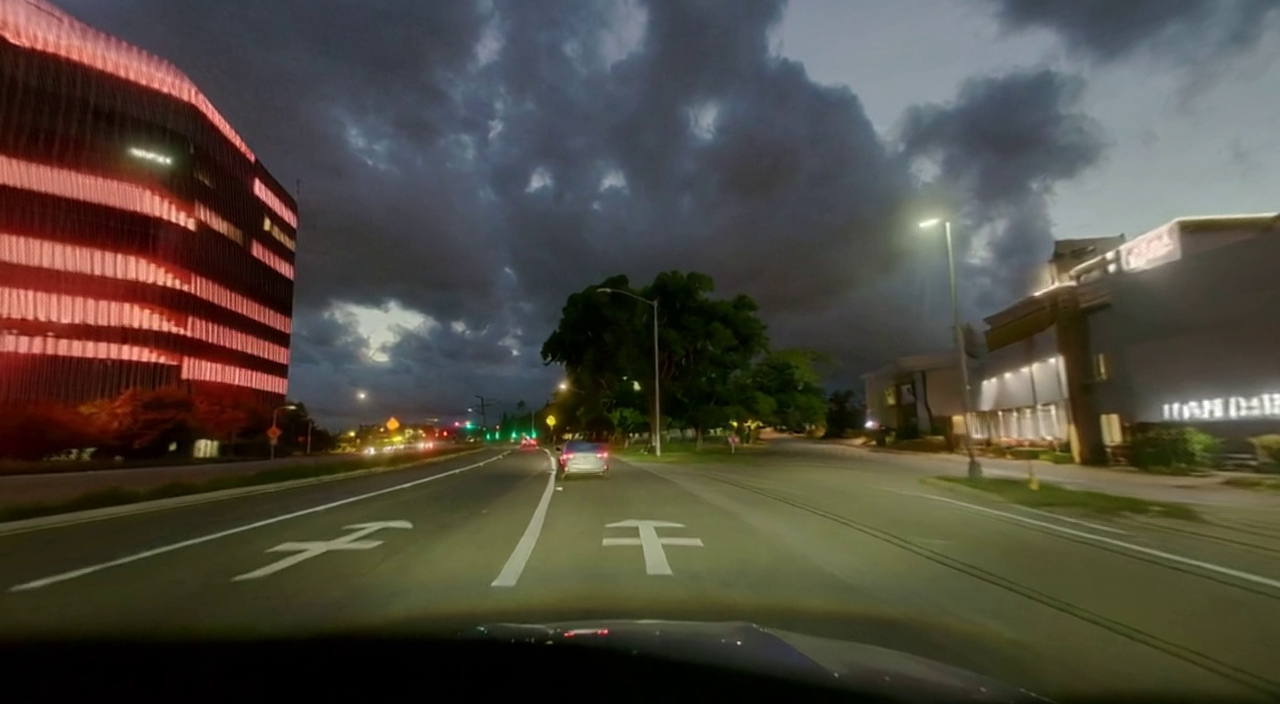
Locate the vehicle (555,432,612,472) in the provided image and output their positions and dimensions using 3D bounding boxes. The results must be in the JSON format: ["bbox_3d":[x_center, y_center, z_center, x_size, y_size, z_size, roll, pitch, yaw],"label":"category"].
[{"bbox_3d":[-2.525,4.258,27.211,2.231,1.572,4.227,1,-8,-8],"label":"vehicle"}]
